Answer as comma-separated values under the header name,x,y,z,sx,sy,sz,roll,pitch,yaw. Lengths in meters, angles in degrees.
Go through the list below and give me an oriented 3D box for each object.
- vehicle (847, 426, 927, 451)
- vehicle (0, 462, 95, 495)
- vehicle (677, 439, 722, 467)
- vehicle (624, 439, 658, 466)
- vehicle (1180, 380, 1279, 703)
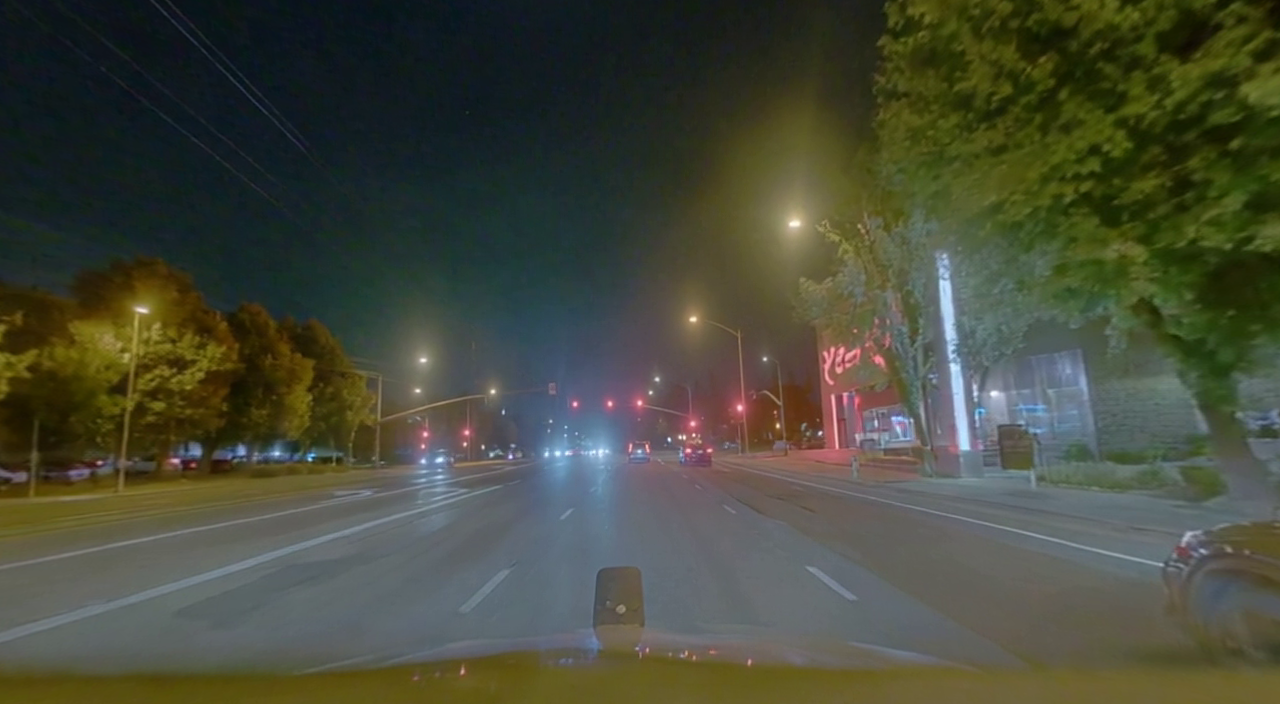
name,x,y,z,sx,sy,sz,roll,pitch,yaw
vehicle,15.815,5.585,40.669,4.344,1.512,1.936,-1,-9,5
vehicle,-34.079,7.083,35.586,4.712,1.658,1.981,5,-10,-30
vehicle,3.684,6.370,39.992,2.198,1.660,4.512,0,-9,-2
vehicle,0.006,6.645,41.789,2.146,1.685,4.003,0,-9,-2
vehicle,3.842,0.638,0.985,1.889,1.572,4.605,0,-9,0
